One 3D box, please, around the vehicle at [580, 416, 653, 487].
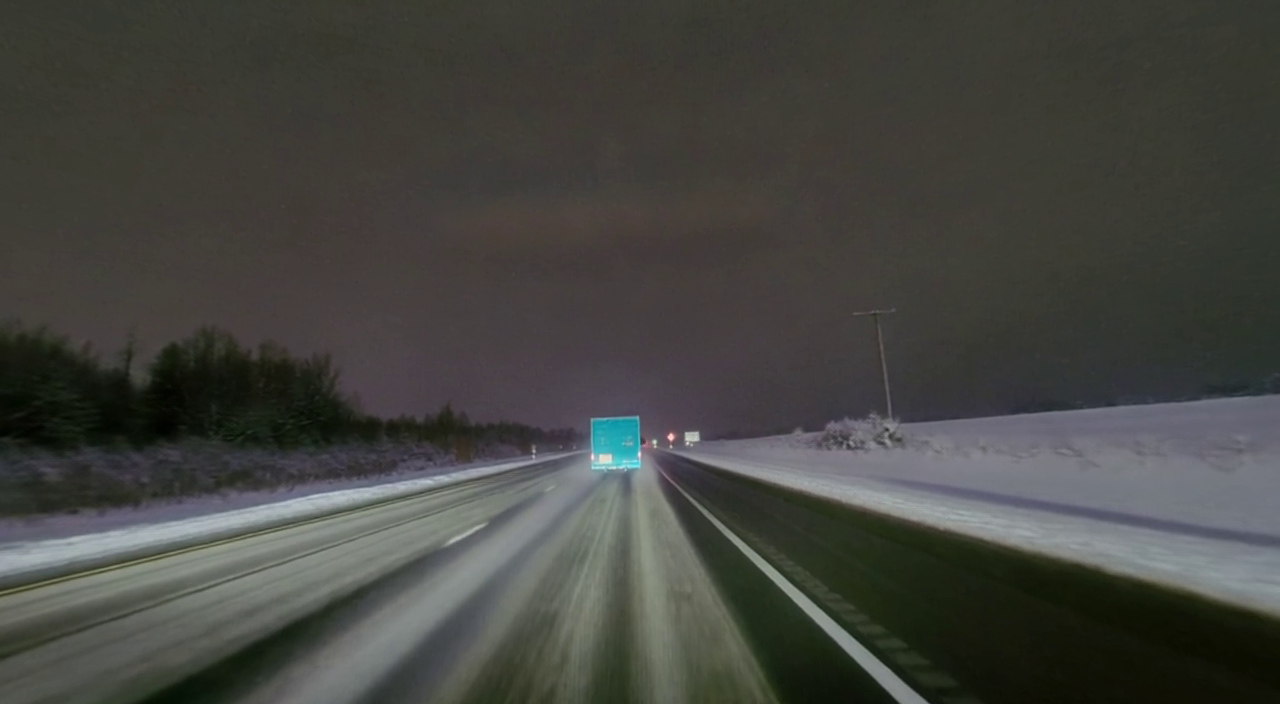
[{"bbox_3d":[-0.764,3.437,21.933,2.248,2.154,4.892,0,-8,-1],"label":"vehicle"}]
